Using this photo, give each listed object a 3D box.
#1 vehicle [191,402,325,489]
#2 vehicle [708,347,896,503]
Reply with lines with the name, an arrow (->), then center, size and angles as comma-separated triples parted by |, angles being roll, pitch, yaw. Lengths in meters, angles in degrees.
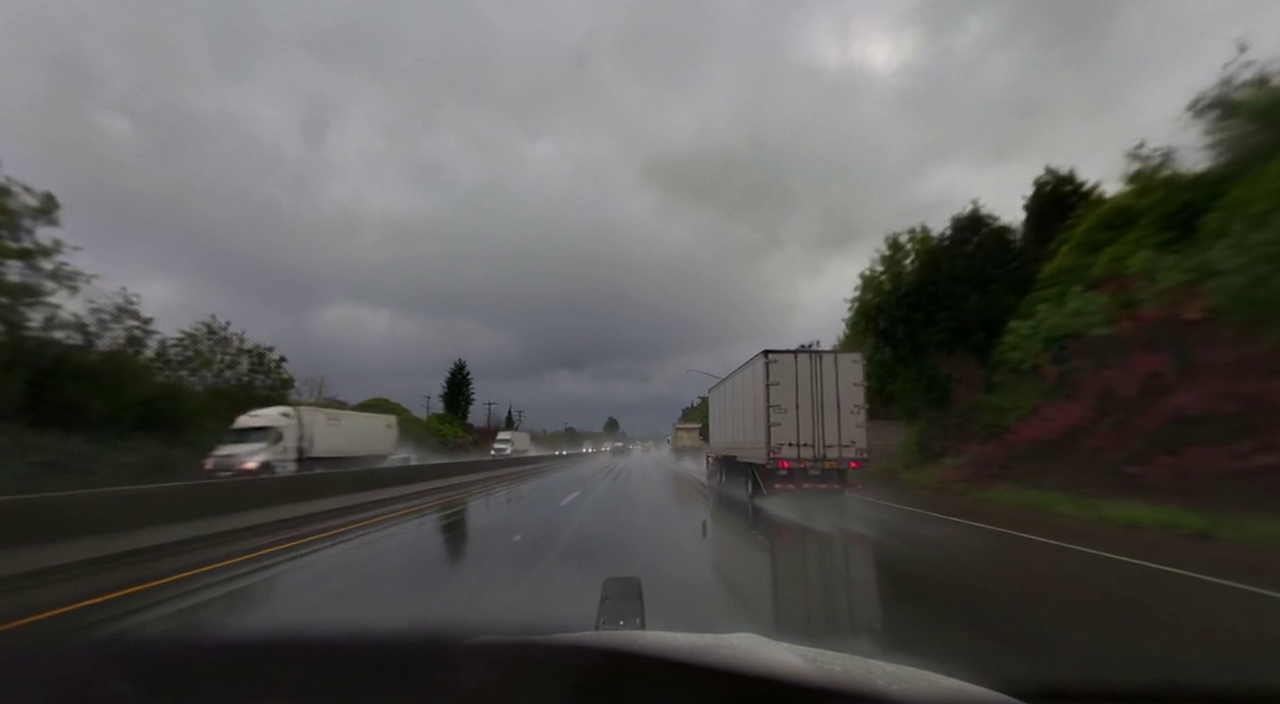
vehicle -> -19.141, 4.787, 32.163 | 2.998, 3.999, 5.853 | 0, -9, 0
vehicle -> 4.473, 2.562, 20.519 | 3.032, 3.785, 10.333 | 0, -9, -2
